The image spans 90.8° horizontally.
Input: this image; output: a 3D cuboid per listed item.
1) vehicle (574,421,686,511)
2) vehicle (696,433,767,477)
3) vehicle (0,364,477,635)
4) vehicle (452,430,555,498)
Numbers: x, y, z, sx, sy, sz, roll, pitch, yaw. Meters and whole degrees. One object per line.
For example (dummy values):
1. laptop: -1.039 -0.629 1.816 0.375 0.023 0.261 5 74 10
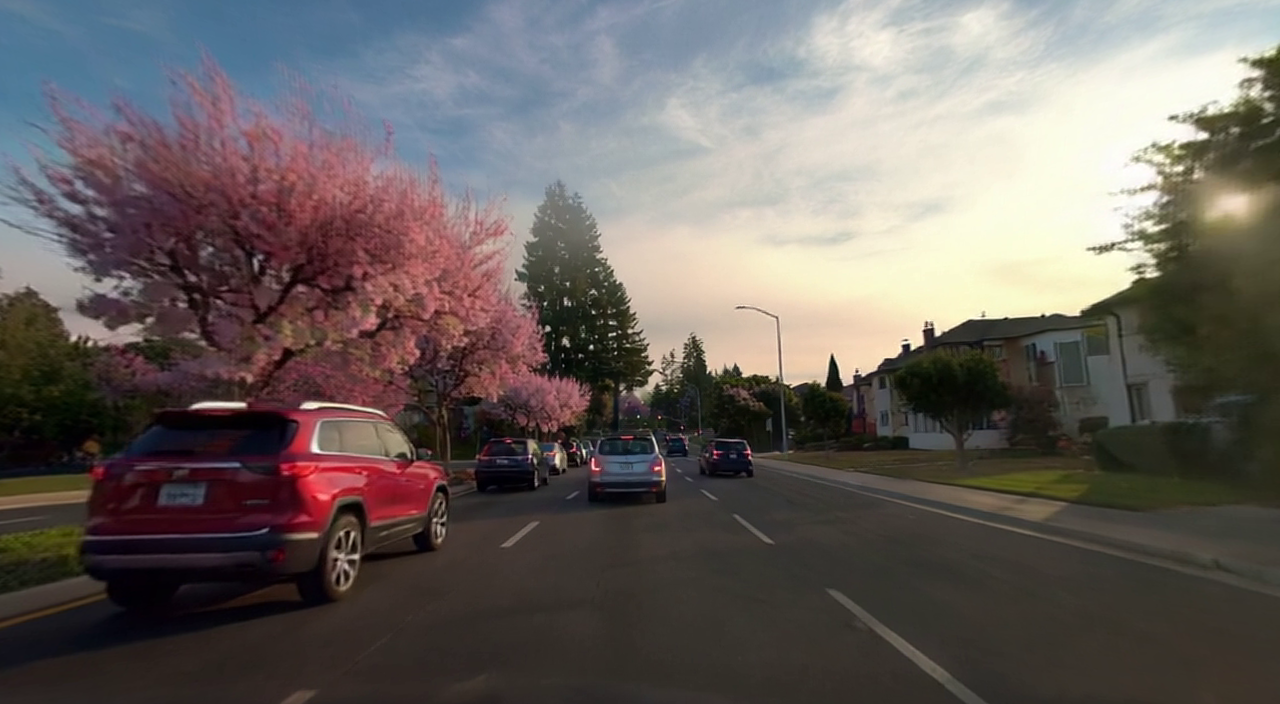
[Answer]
1. vehicle: -0.209 2.465 14.077 2.112 1.693 4.058 0 -8 -1
2. vehicle: 3.734 4.324 26.720 2.188 1.685 4.604 0 -8 -2
3. vehicle: -3.604 1.392 7.003 2.304 1.928 4.833 0 -8 0
4. vehicle: -3.671 3.097 17.832 1.948 1.668 4.279 0 -8 0
